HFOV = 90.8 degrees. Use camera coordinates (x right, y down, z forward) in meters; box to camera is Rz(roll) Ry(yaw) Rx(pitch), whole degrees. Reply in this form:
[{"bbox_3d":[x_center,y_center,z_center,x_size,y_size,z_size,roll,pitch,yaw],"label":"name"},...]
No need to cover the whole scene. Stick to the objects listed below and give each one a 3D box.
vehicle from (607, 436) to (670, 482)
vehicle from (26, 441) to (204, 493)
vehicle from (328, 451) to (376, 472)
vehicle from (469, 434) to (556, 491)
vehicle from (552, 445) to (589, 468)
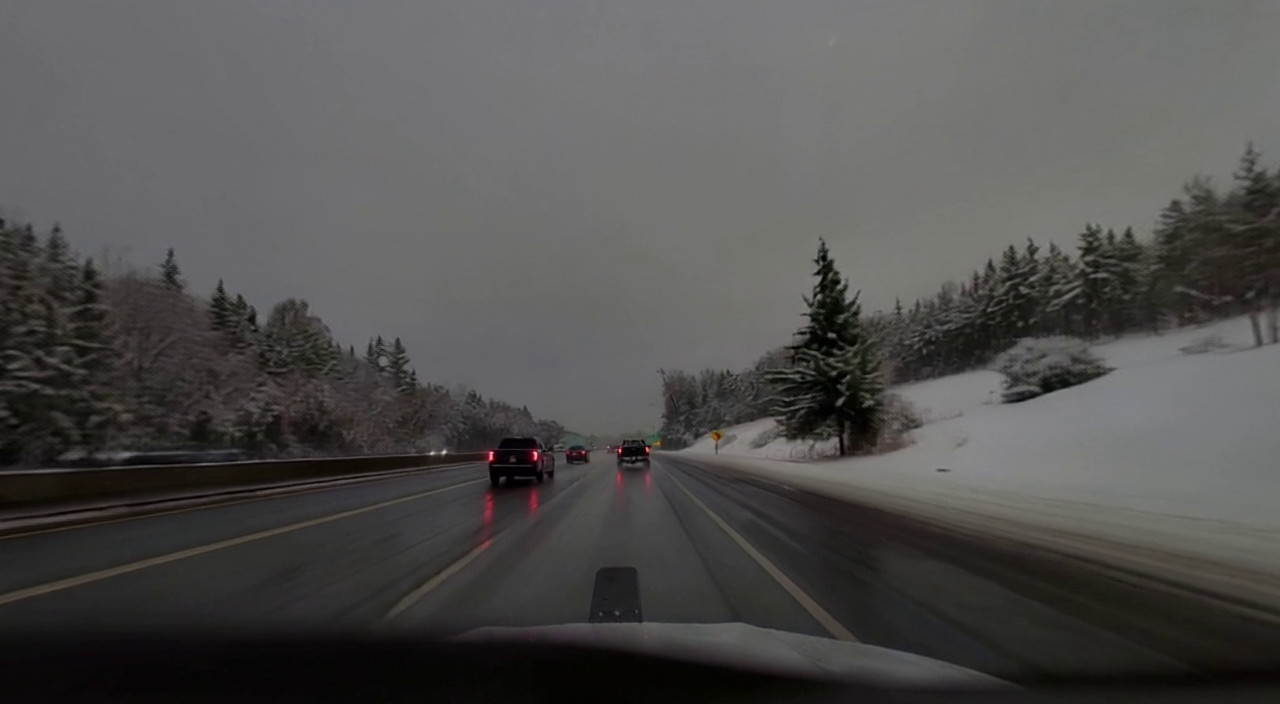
[{"bbox_3d":[-0.091,4.397,26.294,2.378,1.750,4.355,0,-8,-1],"label":"vehicle"},{"bbox_3d":[-17.510,3.828,21.493,2.069,1.557,4.685,0,-8,-1],"label":"vehicle"},{"bbox_3d":[-21.427,8.137,47.211,1.776,1.421,3.933,0,-8,-1],"label":"vehicle"},{"bbox_3d":[-4.203,3.719,21.553,2.044,1.717,4.421,0,-8,0],"label":"vehicle"},{"bbox_3d":[-4.800,7.250,43.963,2.084,1.528,4.094,0,-8,0],"label":"vehicle"}]
